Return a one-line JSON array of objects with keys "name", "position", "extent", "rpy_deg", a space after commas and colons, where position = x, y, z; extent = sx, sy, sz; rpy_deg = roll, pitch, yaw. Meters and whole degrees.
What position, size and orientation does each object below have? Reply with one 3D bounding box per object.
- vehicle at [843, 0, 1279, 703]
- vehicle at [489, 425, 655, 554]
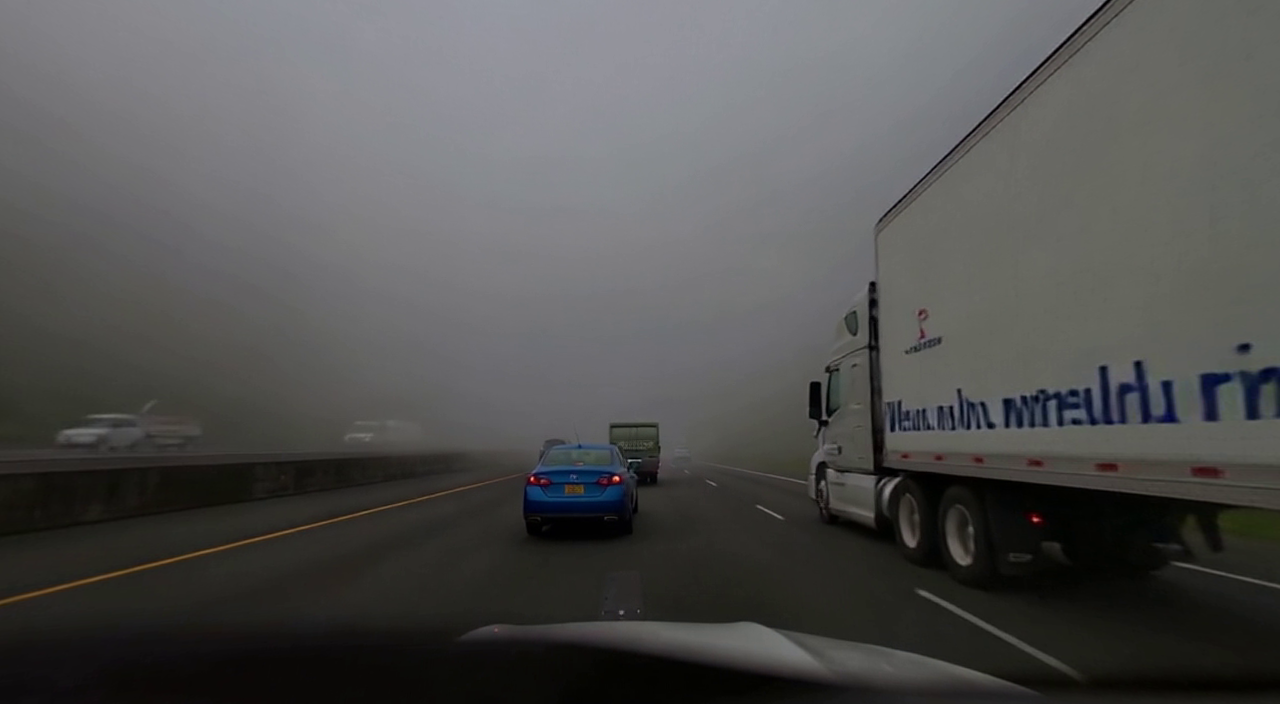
[{"name": "vehicle", "position": [4.873, -0.127, 3.381], "extent": [2.825, 4.043, 14.051], "rpy_deg": [0, -9, 0]}, {"name": "vehicle", "position": [-0.809, 2.004, 9.761], "extent": [2.038, 1.582, 3.729], "rpy_deg": [-1, -9, 2]}]
